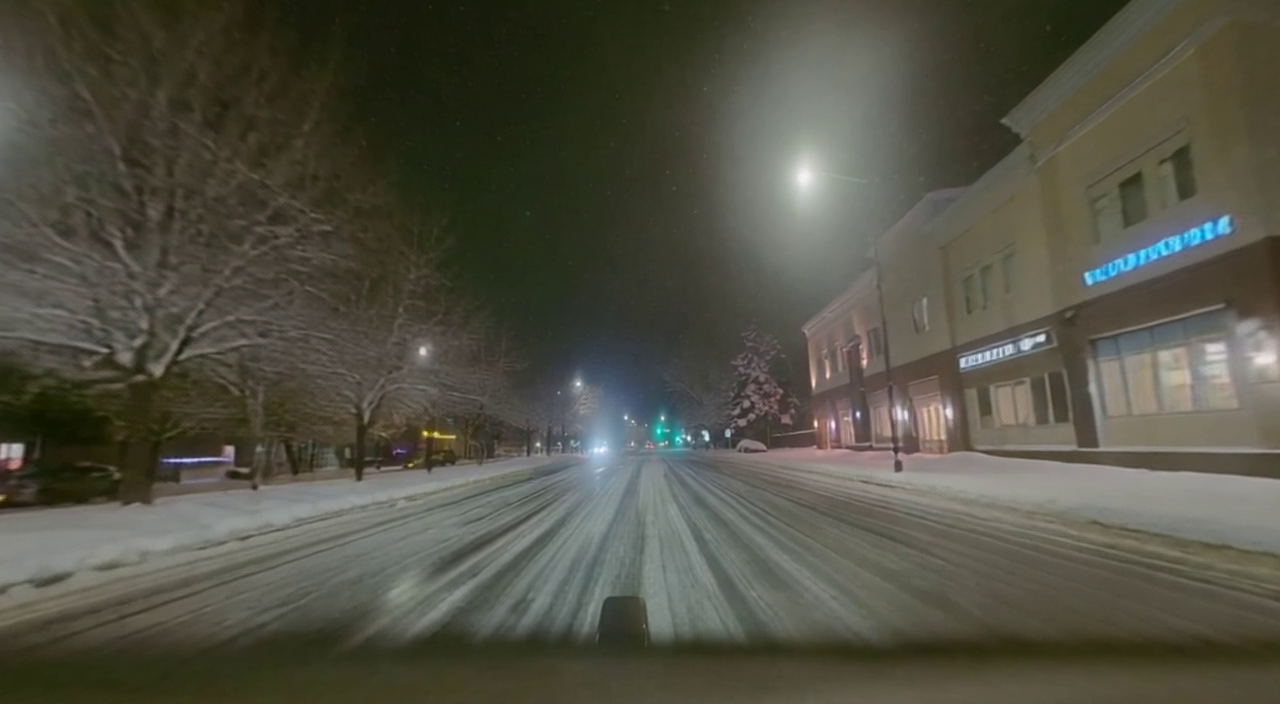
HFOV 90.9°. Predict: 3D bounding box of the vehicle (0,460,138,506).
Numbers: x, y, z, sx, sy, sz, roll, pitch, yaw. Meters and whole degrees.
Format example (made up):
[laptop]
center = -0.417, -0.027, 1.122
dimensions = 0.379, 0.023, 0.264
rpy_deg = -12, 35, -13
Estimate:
[vehicle]
center = -22.471, 4.985, 24.422
dimensions = 2.135, 1.467, 4.653
rpy_deg = -1, -8, 2
